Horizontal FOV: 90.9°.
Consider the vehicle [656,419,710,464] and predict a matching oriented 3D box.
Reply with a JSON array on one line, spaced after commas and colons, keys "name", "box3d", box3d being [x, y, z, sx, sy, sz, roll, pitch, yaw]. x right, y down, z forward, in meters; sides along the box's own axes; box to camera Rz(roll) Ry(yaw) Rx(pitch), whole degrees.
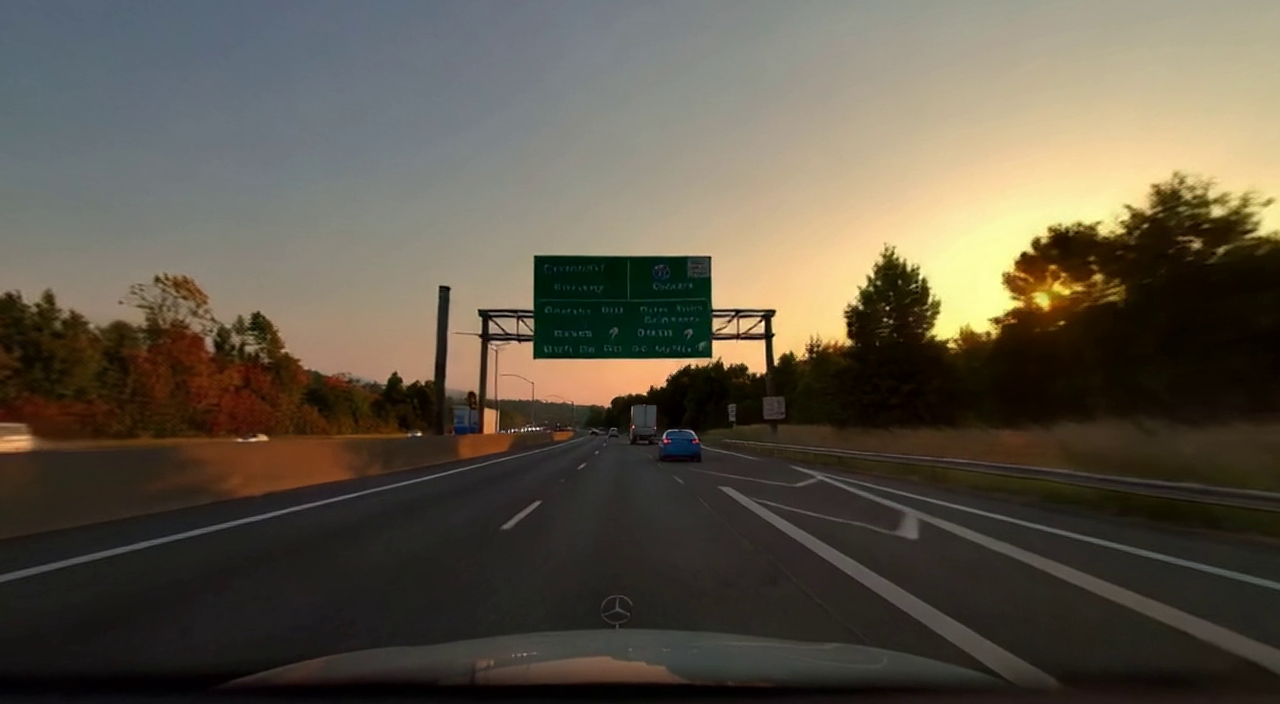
[{"name": "vehicle", "box3d": [1.912, 4.186, 29.620, 2.076, 1.914, 4.287, 0, -8, -2]}]
